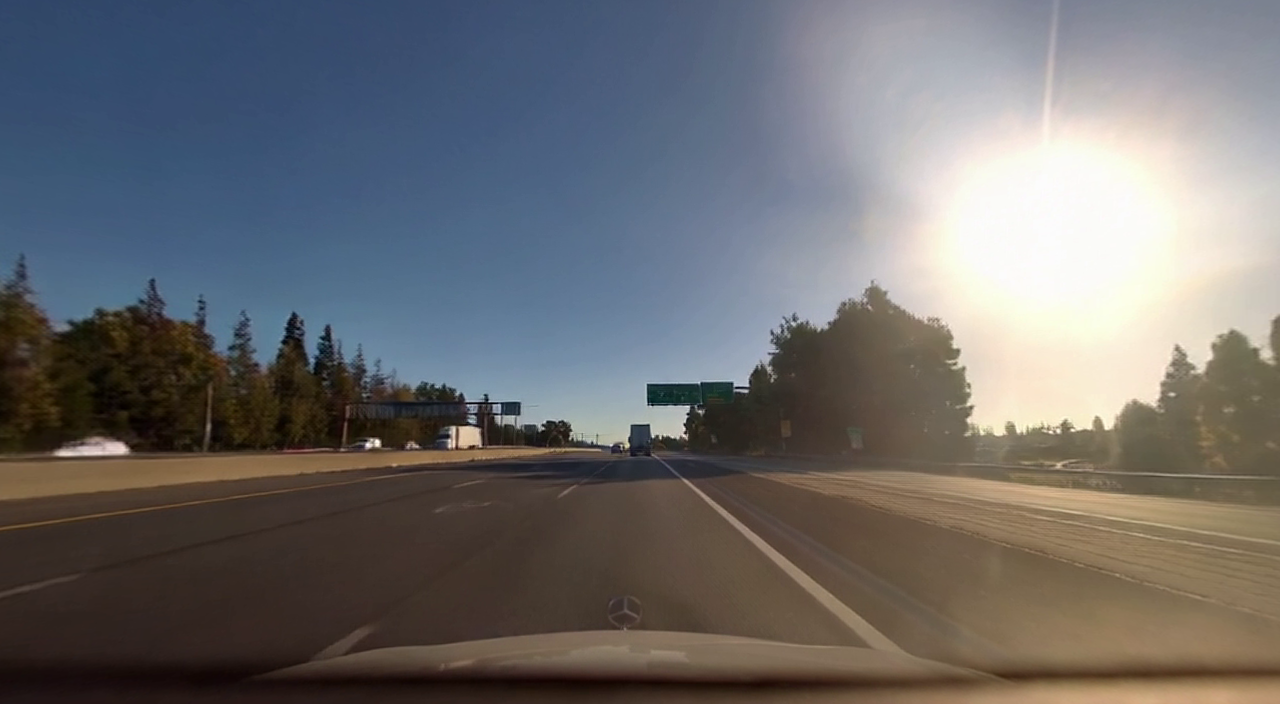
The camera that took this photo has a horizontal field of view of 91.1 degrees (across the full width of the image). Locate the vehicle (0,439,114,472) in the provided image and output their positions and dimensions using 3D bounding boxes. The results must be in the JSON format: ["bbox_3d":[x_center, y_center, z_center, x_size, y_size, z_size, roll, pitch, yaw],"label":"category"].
[{"bbox_3d":[-28.059,4.899,29.986,1.839,1.446,4.548,0,-8,1],"label":"vehicle"}]
